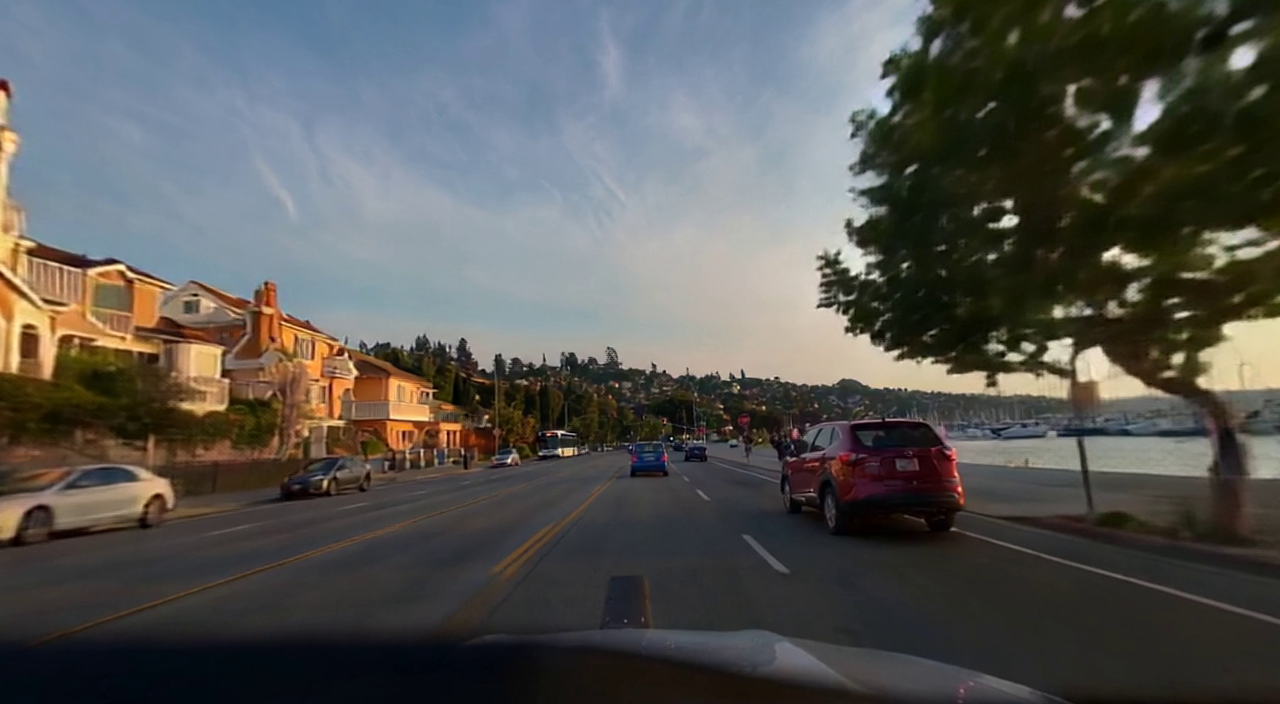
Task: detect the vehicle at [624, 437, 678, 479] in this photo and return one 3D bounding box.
[{"bbox_3d":[0.427,4.497,26.960,2.132,1.632,3.838,0,-8,0],"label":"vehicle"}]

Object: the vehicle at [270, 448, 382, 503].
[{"bbox_3d":[-10.318,4.037,21.077,1.701,1.528,3.881,-1,-8,1],"label":"vehicle"}]

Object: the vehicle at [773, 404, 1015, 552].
[{"bbox_3d":[3.606,1.886,10.048,2.000,1.809,4.405,0,-8,0],"label":"vehicle"}]

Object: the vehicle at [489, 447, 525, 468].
[{"bbox_3d":[-10.108,8.039,48.072,1.731,1.489,3.841,-1,-9,3],"label":"vehicle"}]

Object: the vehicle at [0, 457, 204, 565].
[{"bbox_3d":[-10.393,2.763,11.533,2.025,1.465,3.959,-2,-8,-1],"label":"vehicle"}]
